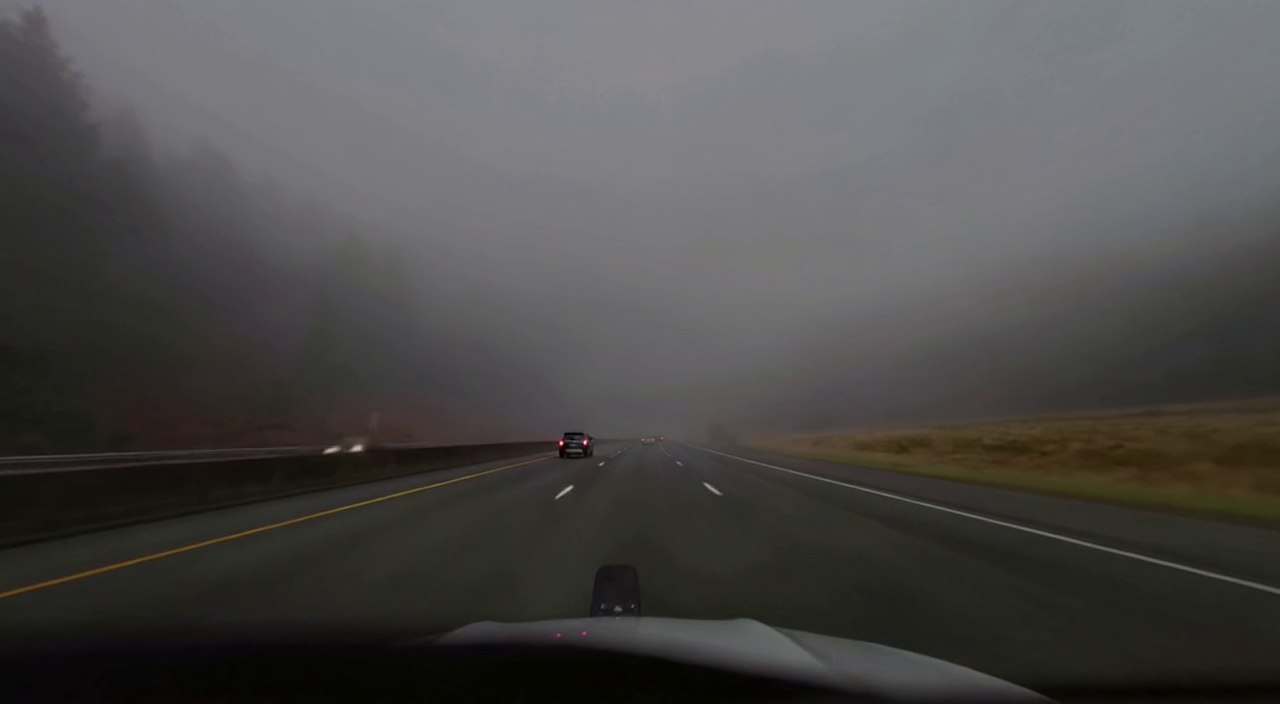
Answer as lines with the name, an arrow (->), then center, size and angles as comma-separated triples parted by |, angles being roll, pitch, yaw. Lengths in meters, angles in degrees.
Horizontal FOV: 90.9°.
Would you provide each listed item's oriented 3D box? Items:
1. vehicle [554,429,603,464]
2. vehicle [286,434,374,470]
vehicle -> -3.126, 4.879, 32.664 | 2.084, 1.654, 4.080 | 0, -8, 1
vehicle -> -15.827, 5.109, 32.532 | 2.294, 1.722, 4.600 | 0, -8, -1
